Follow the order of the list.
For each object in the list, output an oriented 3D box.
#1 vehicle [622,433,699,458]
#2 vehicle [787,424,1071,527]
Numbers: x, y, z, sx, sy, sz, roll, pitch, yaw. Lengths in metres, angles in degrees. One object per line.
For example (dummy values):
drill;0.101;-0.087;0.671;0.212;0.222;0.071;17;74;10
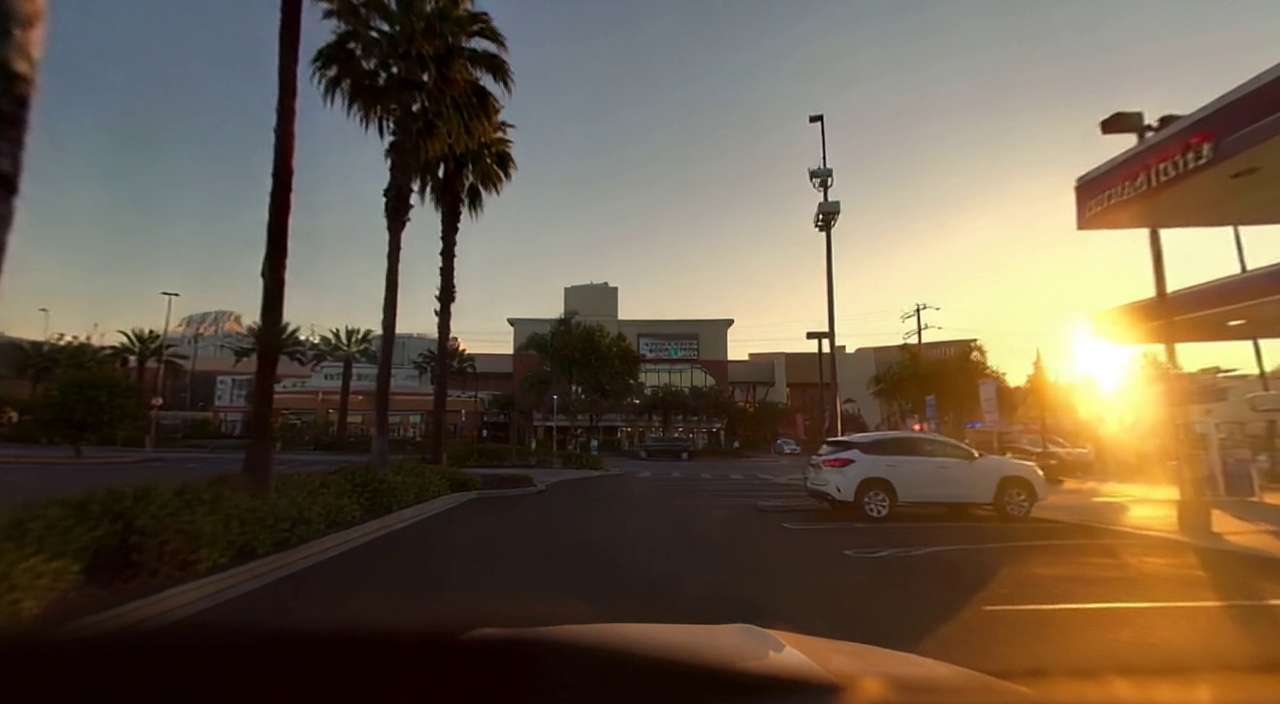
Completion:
vehicle;1.535;7.271;49.007;5.763;1.840;2.077;1;-9;-2
vehicle;5.507;2.400;12.544;4.560;1.818;2.148;1;-9;-3
